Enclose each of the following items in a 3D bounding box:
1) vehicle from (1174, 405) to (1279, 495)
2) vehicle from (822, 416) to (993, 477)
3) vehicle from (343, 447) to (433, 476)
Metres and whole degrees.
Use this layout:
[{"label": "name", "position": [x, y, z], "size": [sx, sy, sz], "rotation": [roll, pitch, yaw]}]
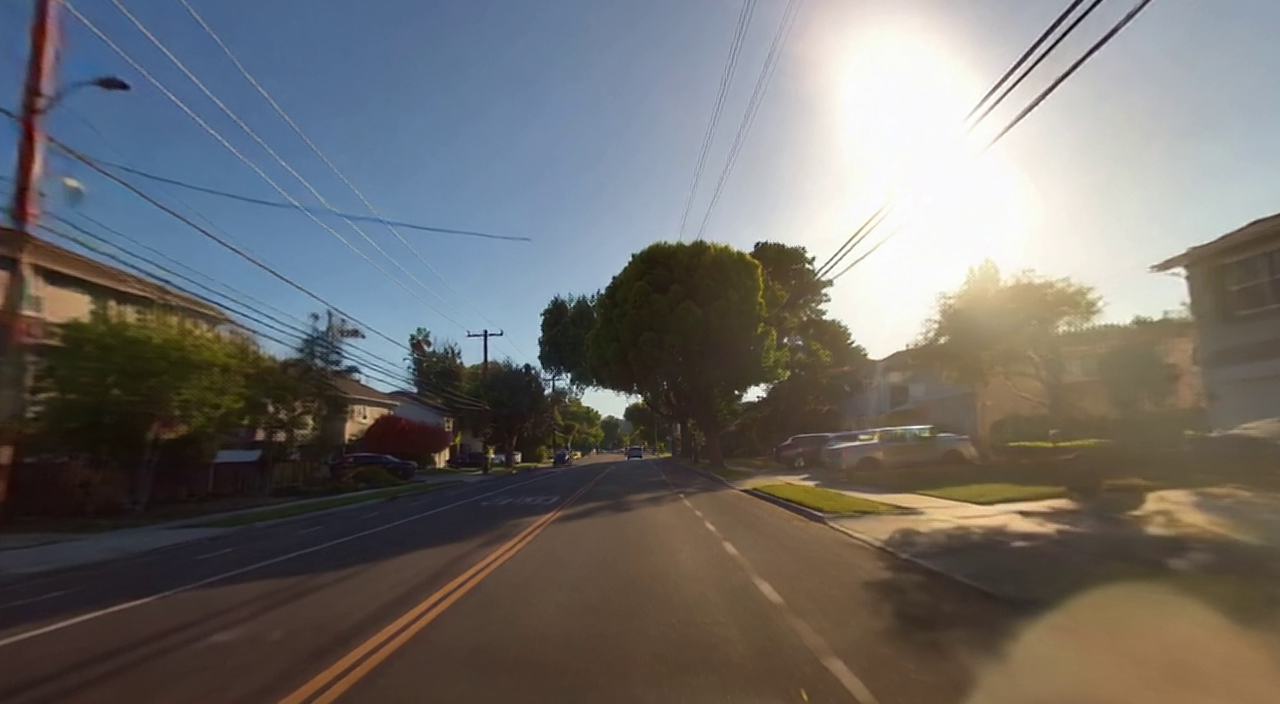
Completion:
[{"label": "vehicle", "position": [11.819, 1.576, 10.372], "size": [1.973, 1.481, 4.745], "rotation": [-4, -7, 1]}, {"label": "vehicle", "position": [8.883, 3.193, 21.371], "size": [4.747, 1.942, 2.158], "rotation": [0, -8, 1]}, {"label": "vehicle", "position": [-14.989, 6.516, 37.765], "size": [4.501, 1.689, 2.106], "rotation": [0, -8, 1]}]
